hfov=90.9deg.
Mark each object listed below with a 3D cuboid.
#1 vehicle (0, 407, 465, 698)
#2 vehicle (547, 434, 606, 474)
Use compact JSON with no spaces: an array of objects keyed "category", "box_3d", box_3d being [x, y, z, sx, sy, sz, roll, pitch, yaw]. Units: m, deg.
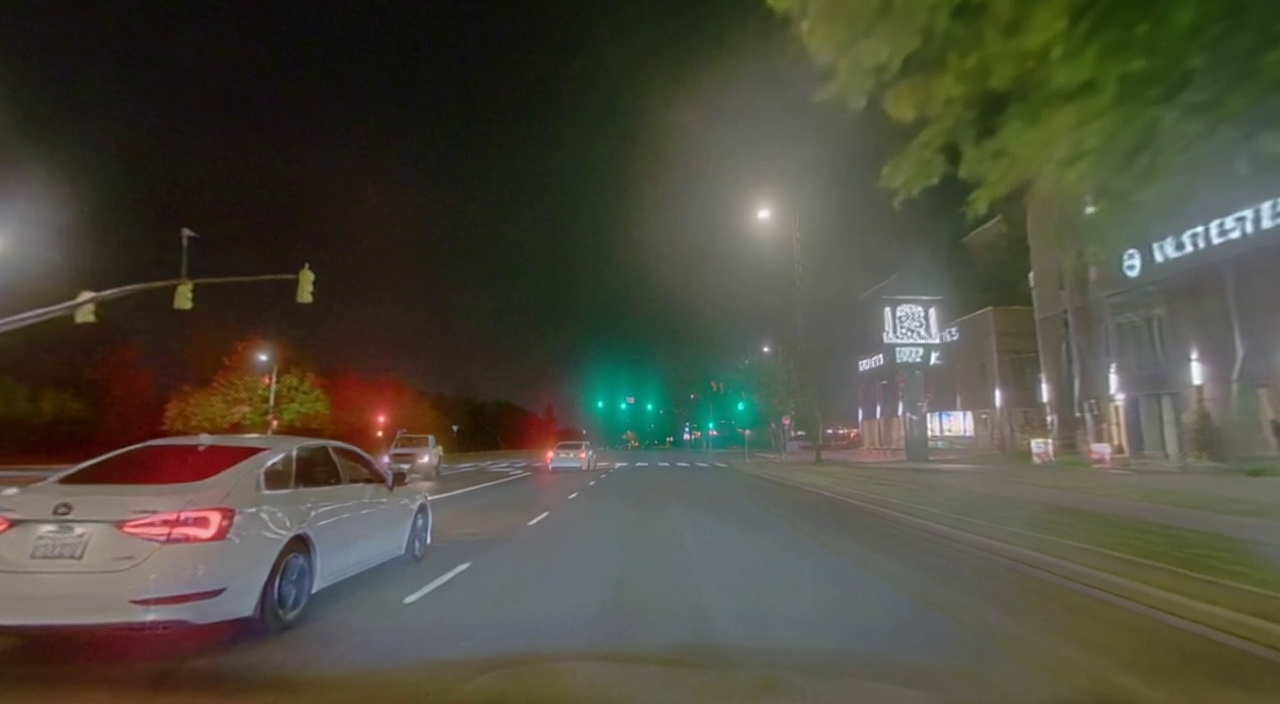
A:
[{"category":"vehicle","box_3d":[-3.202,1.356,5.508,2.018,1.477,4.401,0,-8,1]},{"category":"vehicle","box_3d":[-2.828,4.675,29.088,2.109,1.692,4.220,0,-8,3]}]
